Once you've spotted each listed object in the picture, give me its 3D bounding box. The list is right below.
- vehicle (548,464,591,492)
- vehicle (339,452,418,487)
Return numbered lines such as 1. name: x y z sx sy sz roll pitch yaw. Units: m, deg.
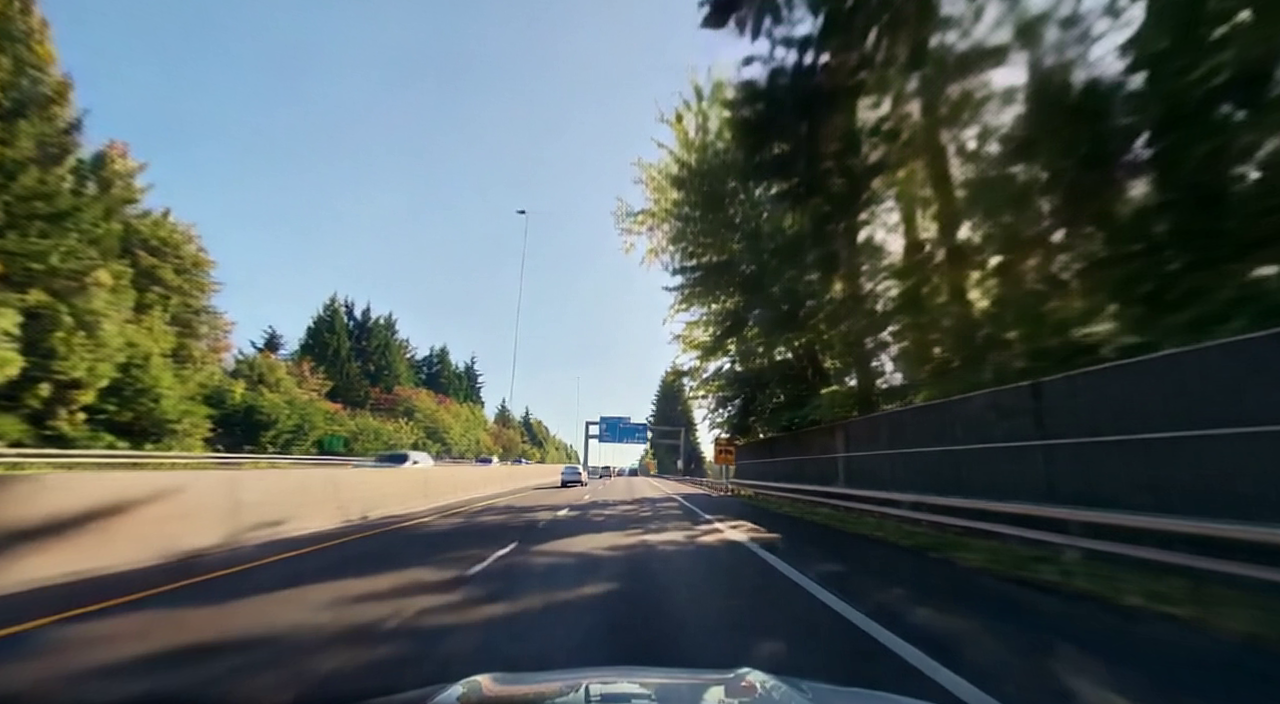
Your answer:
1. vehicle: -4.073 7.373 36.969 2.006 1.469 4.050 1 -10 0
2. vehicle: -12.790 5.811 31.185 1.983 1.559 4.378 1 -10 0
